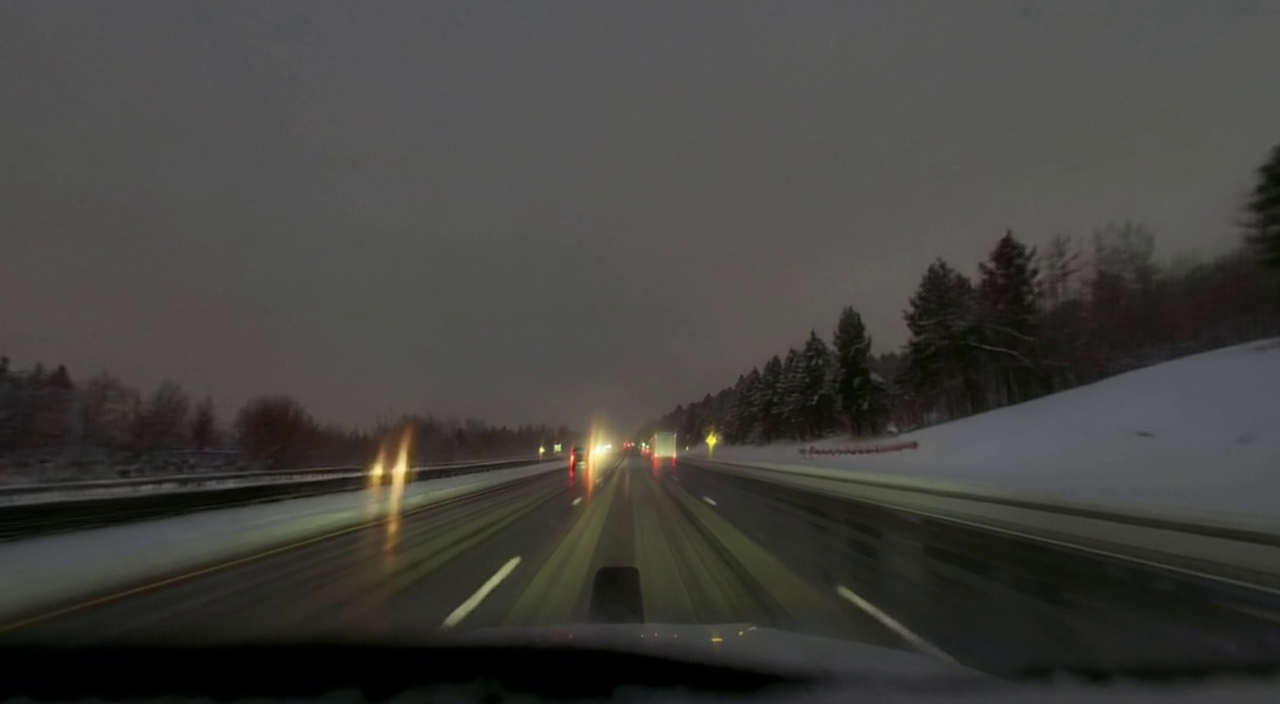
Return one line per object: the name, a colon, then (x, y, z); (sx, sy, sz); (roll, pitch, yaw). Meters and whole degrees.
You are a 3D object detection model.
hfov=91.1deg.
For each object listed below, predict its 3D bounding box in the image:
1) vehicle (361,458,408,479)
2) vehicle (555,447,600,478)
vehicle: (-20.074, 9.126, 49.544); (1.831, 1.465, 4.565); (0, -9, -1)
vehicle: (-3.324, 5.968, 34.248); (2.100, 1.525, 4.179); (0, -9, 0)
